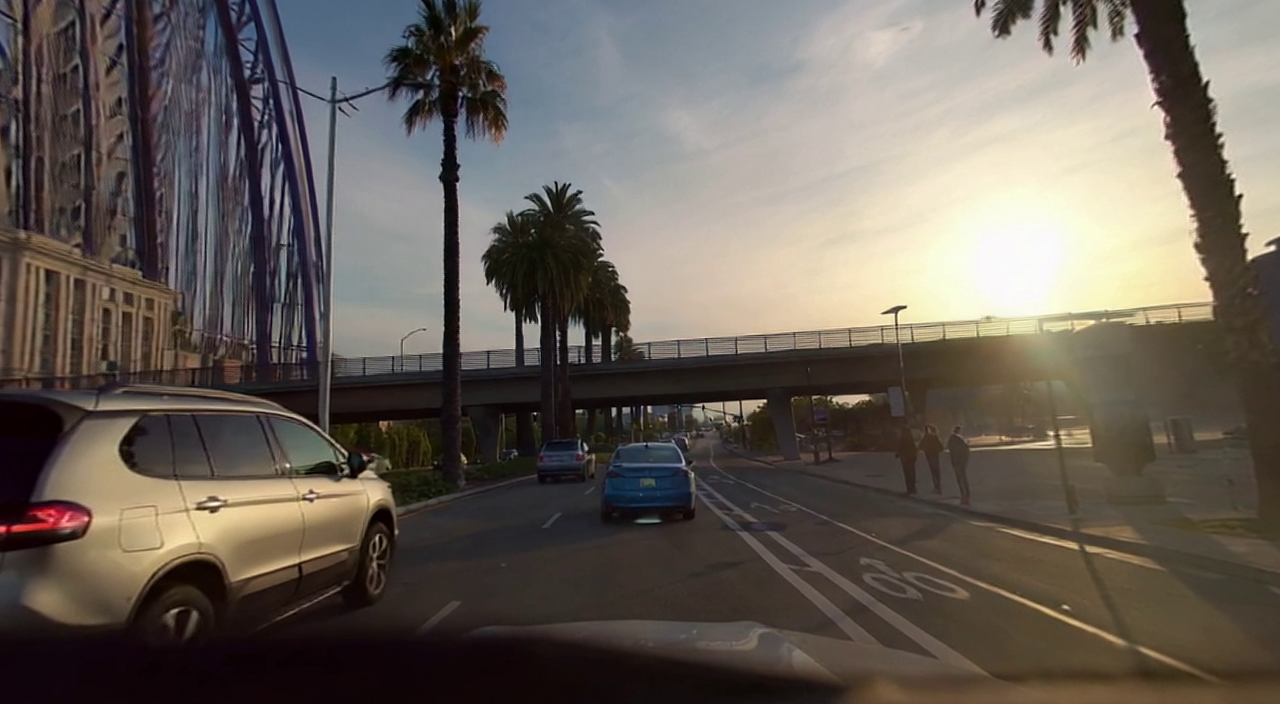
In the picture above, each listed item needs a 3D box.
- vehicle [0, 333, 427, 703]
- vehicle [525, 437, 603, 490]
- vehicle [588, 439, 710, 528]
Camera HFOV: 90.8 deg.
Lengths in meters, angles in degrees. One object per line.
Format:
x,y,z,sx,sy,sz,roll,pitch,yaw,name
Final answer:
-3.166,1.074,3.928,2.014,1.740,4.359,0,-8,2,vehicle
-2.531,3.861,22.190,1.955,1.637,4.032,-1,-9,4,vehicle
0.164,2.508,12.681,2.036,1.461,4.129,0,-8,0,vehicle
